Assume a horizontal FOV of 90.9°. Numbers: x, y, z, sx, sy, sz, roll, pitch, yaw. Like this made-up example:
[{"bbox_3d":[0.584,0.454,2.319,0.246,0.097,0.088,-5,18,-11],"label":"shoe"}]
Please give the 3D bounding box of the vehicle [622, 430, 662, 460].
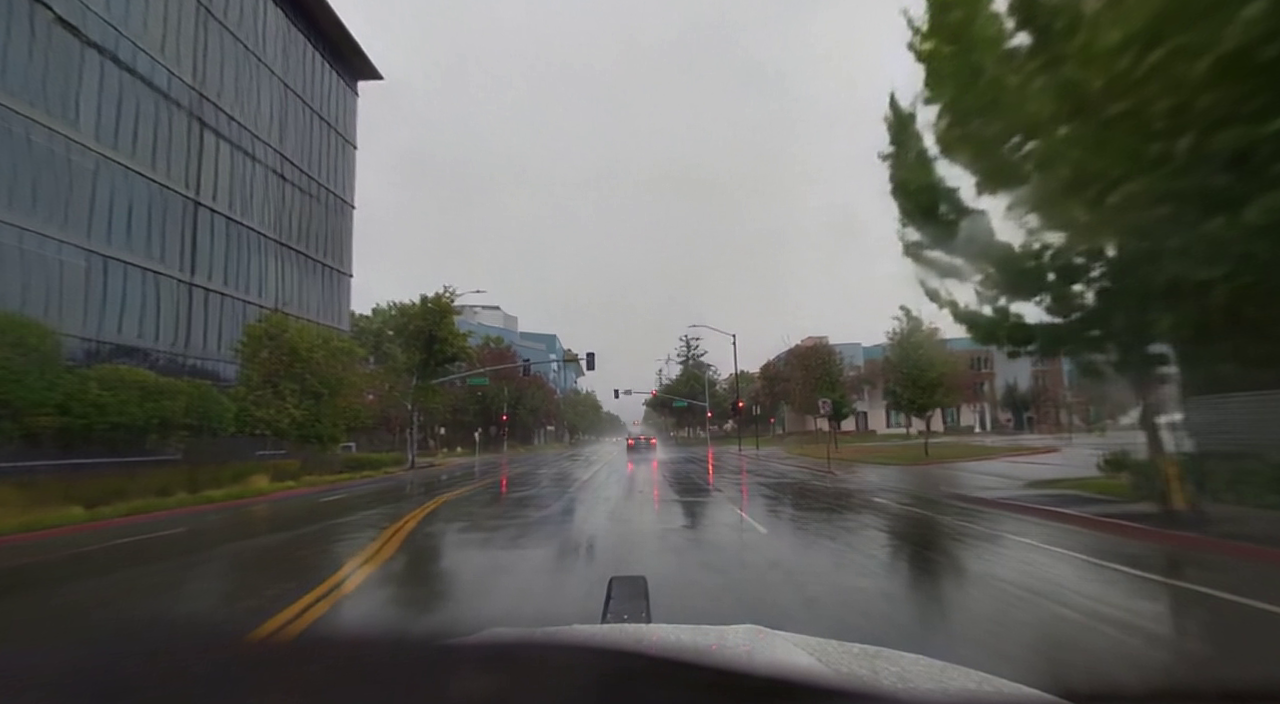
[{"bbox_3d":[0.065,5.398,36.666,2.184,1.640,4.086,0,-8,-1],"label":"vehicle"}]
